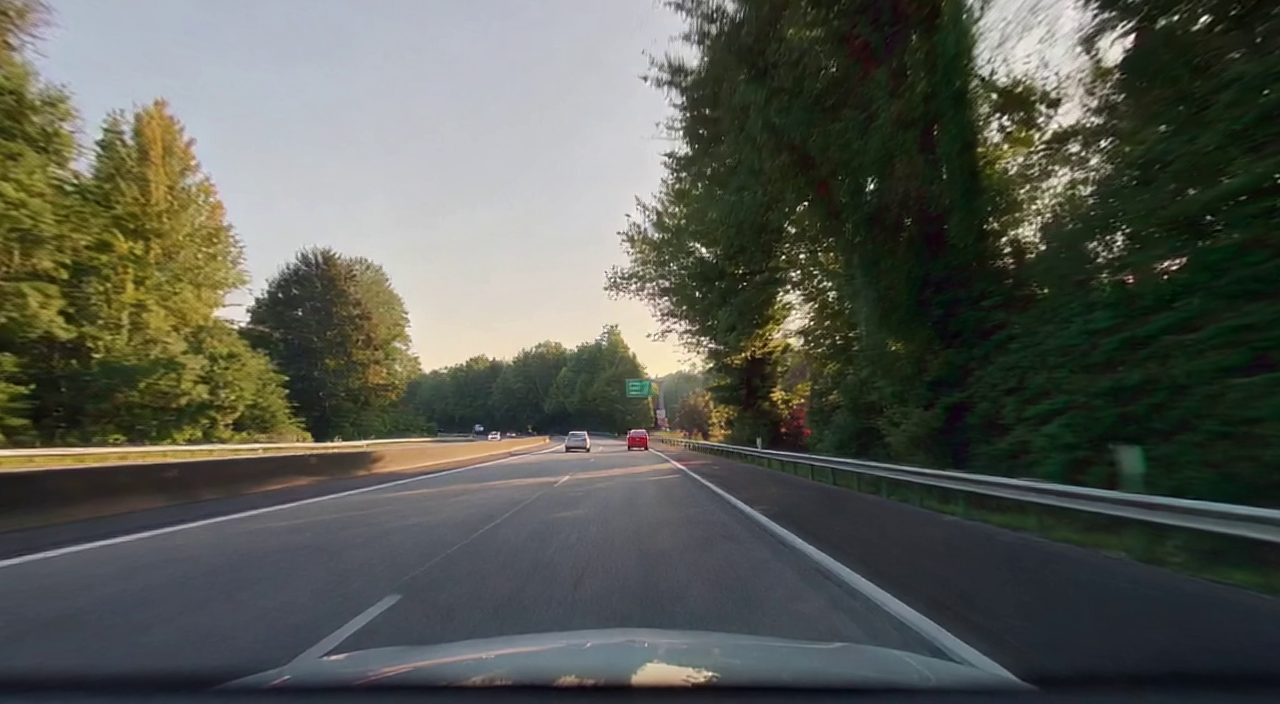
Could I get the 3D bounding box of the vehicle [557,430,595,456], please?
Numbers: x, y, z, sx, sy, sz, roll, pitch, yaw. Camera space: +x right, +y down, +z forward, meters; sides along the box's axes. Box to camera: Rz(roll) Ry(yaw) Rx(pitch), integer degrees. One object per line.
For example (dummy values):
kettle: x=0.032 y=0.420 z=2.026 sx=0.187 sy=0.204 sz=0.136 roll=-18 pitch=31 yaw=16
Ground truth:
vehicle: x=-4.128 y=5.949 z=41.182 sx=2.055 sy=1.610 sz=4.116 roll=0 pitch=-8 yaw=0

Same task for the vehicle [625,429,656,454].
vehicle: x=0.002 y=6.589 z=46.457 sx=2.170 sy=1.790 sz=4.490 roll=0 pitch=-8 yaw=0
